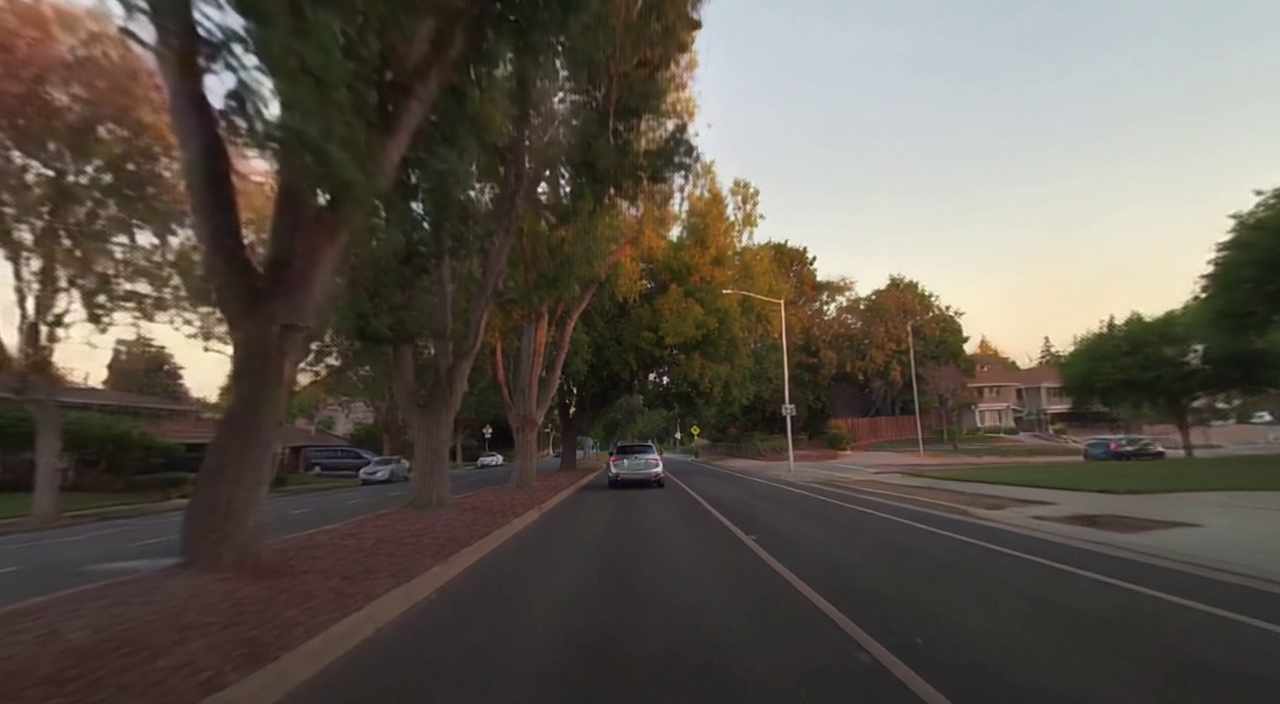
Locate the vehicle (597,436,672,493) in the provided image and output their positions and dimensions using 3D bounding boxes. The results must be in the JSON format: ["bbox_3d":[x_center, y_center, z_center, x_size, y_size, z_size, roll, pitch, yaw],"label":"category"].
[{"bbox_3d":[-0.182,3.597,20.487,2.181,1.639,4.127,0,-9,-1],"label":"vehicle"}]

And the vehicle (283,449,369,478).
[{"bbox_3d":[-21.557,7.662,43.569,4.807,1.872,2.041,0,-9,-2],"label":"vehicle"}]

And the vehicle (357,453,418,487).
[{"bbox_3d":[-13.989,6.520,35.247,1.900,1.596,4.142,-3,-9,-3],"label":"vehicle"}]
